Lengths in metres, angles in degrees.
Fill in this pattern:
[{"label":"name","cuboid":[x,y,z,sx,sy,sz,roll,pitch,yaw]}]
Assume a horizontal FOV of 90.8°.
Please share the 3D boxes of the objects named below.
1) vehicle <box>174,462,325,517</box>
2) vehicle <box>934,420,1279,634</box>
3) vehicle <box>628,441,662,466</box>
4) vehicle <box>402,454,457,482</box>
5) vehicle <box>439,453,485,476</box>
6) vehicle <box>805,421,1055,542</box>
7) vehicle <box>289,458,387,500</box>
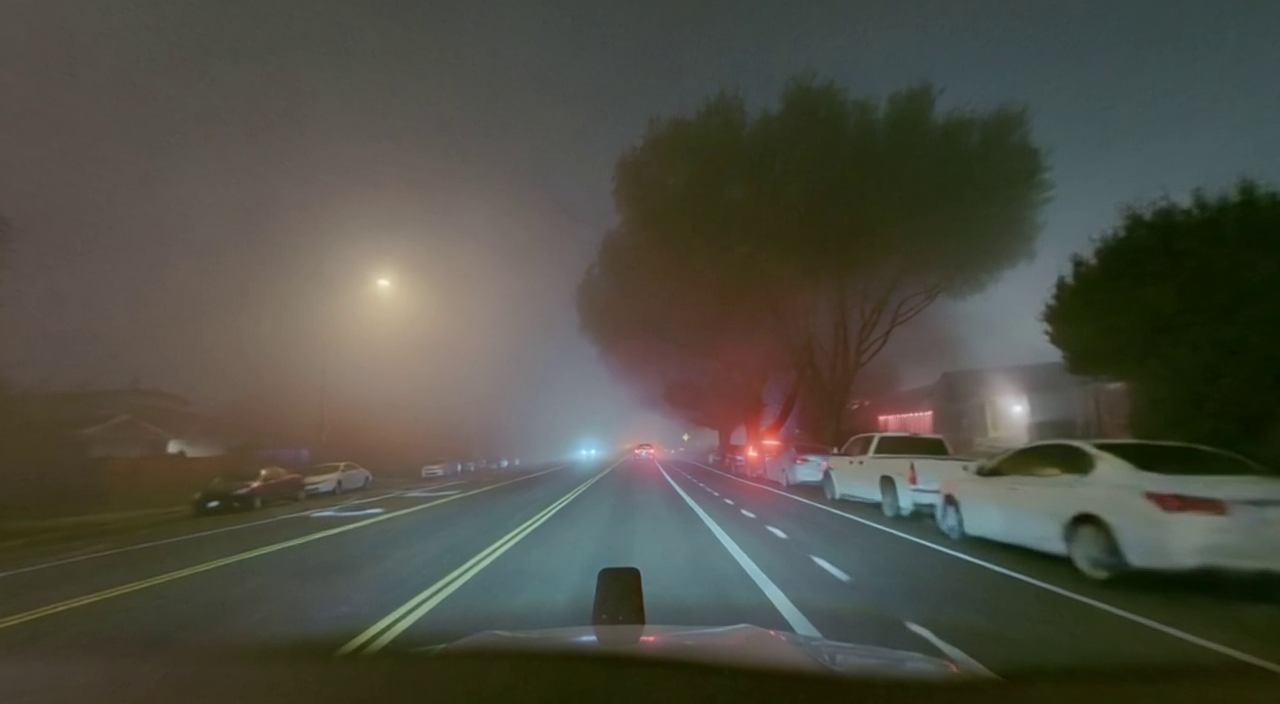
[{"label":"vehicle","cuboid":[-12.662,4.449,20.942,1.969,1.490,4.675,0,-9,1]},{"label":"vehicle","cuboid":[5.080,1.543,6.615,1.875,1.467,4.332,0,-9,-1]},{"label":"vehicle","cuboid":[0.286,6.382,39.845,2.022,1.471,3.973,0,-9,-1]},{"label":"vehicle","cuboid":[-12.555,6.946,37.997,1.877,1.505,4.125,0,-9,0]},{"label":"vehicle","cuboid":[-12.308,7.804,43.939,1.916,1.463,4.564,0,-9,-1]},{"label":"vehicle","cuboid":[5.017,2.277,12.011,2.217,1.775,4.960,0,-8,-2]},{"label":"vehicle","cuboid":[-12.384,5.199,26.287,1.853,1.497,4.527,0,-9,0]}]
